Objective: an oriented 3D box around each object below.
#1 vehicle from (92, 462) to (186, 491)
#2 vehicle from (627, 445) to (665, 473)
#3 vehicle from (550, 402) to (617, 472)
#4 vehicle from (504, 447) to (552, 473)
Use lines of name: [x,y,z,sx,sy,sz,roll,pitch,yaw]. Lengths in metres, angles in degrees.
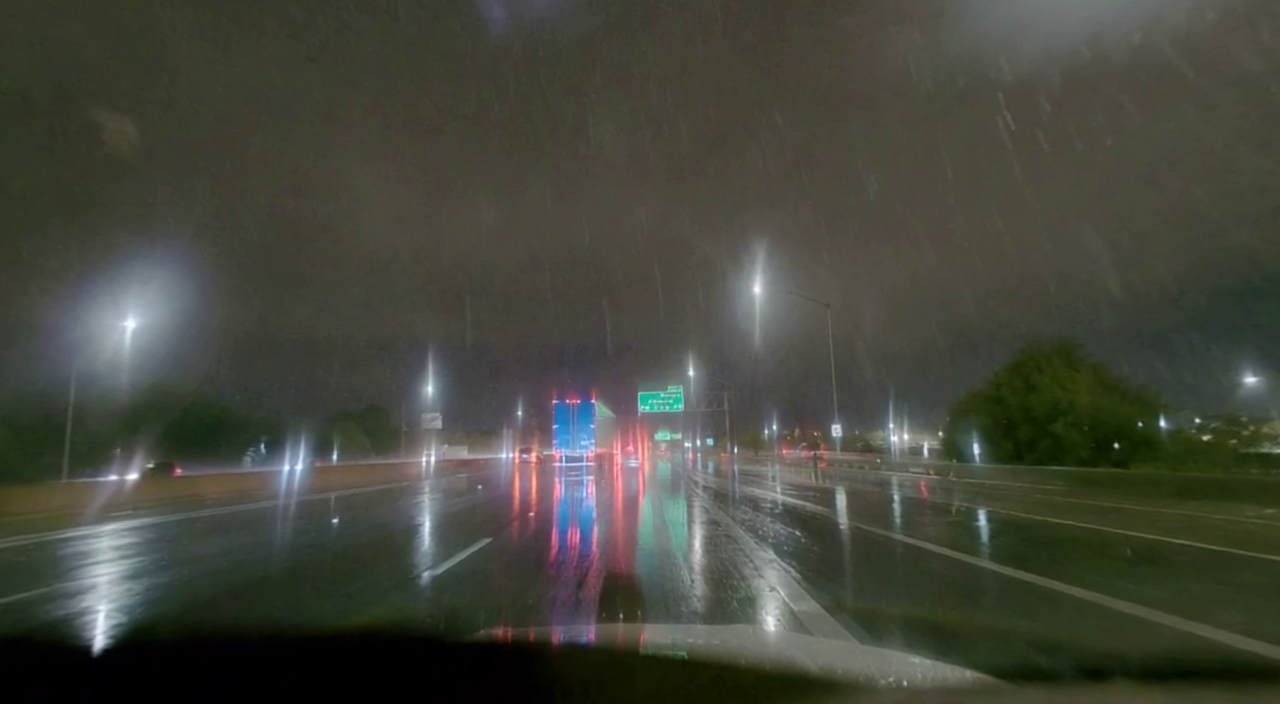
vehicle: [-31.547,7.808,39.850,1.995,1.611,4.703,-1,-9,2]
vehicle: [0.342,6.129,36.215,2.066,1.469,4.050,0,-9,1]
vehicle: [-3.402,5.687,41.565,3.053,3.948,11.288,-1,-9,2]
vehicle: [-6.914,6.708,39.259,1.996,1.495,4.671,-1,-9,2]
